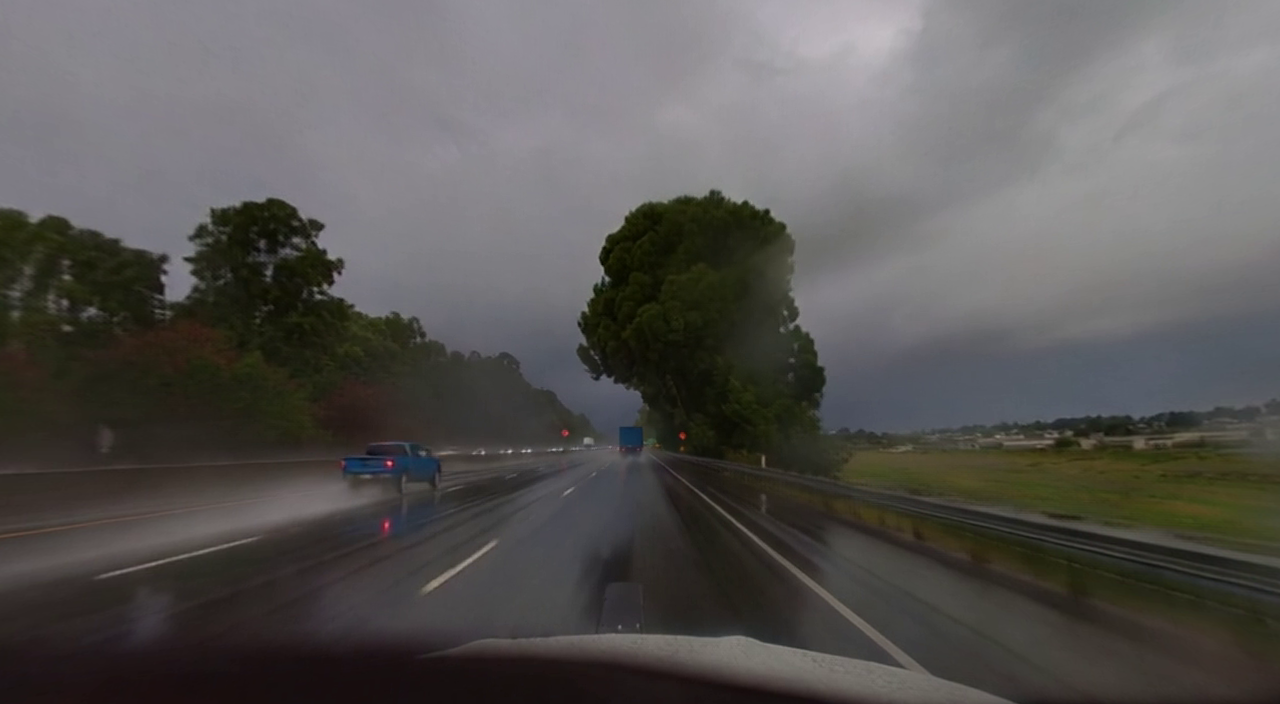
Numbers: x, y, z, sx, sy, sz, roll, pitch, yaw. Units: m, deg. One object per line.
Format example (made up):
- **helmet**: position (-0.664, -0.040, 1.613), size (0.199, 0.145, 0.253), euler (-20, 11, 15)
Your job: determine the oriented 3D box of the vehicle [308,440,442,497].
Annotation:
- **vehicle**: position (-7.922, 3.504, 19.457), size (2.155, 1.504, 4.490), euler (0, -8, 0)
